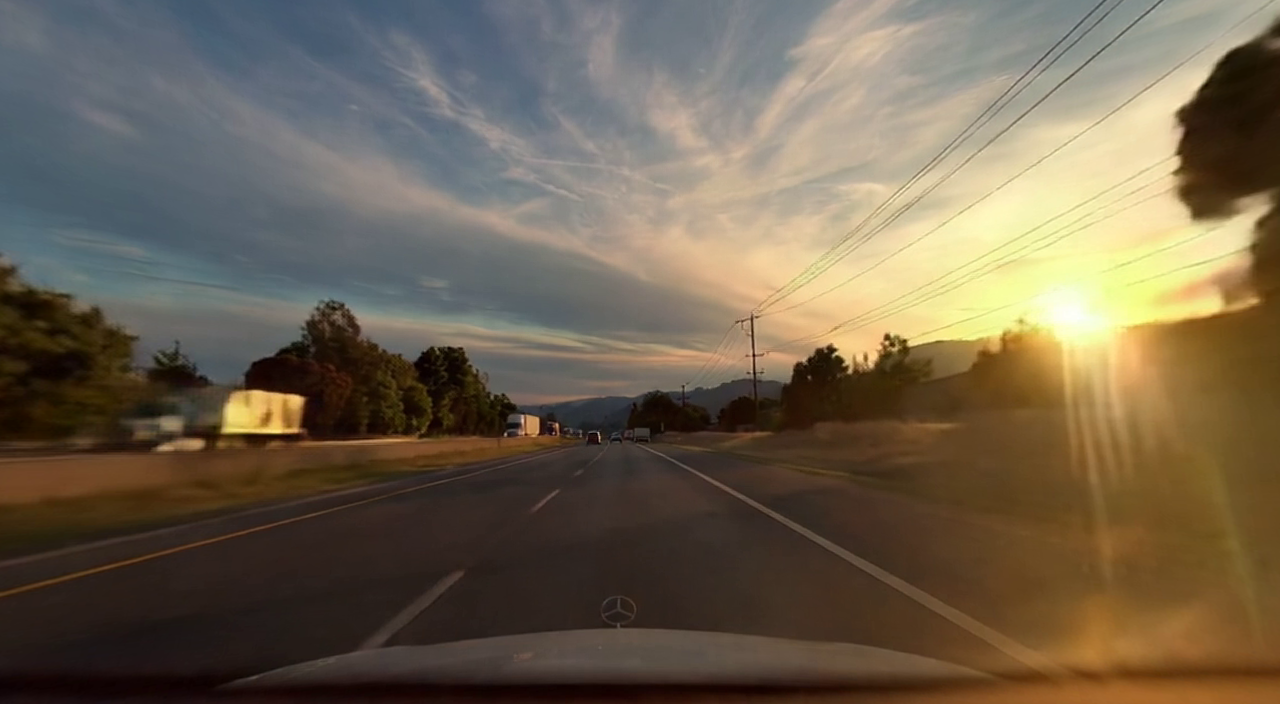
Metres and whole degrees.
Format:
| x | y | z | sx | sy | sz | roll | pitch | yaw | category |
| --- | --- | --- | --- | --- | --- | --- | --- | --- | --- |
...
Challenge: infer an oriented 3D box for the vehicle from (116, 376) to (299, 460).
| x | y | z | sx | sy | sz | roll | pitch | yaw | category |
| --- | --- | --- | --- | --- | --- | --- | --- | --- | --- |
| -16.839 | 2.730 | 25.259 | 2.584 | 2.888 | 6.722 | 0 | -8 | -1 | vehicle |
